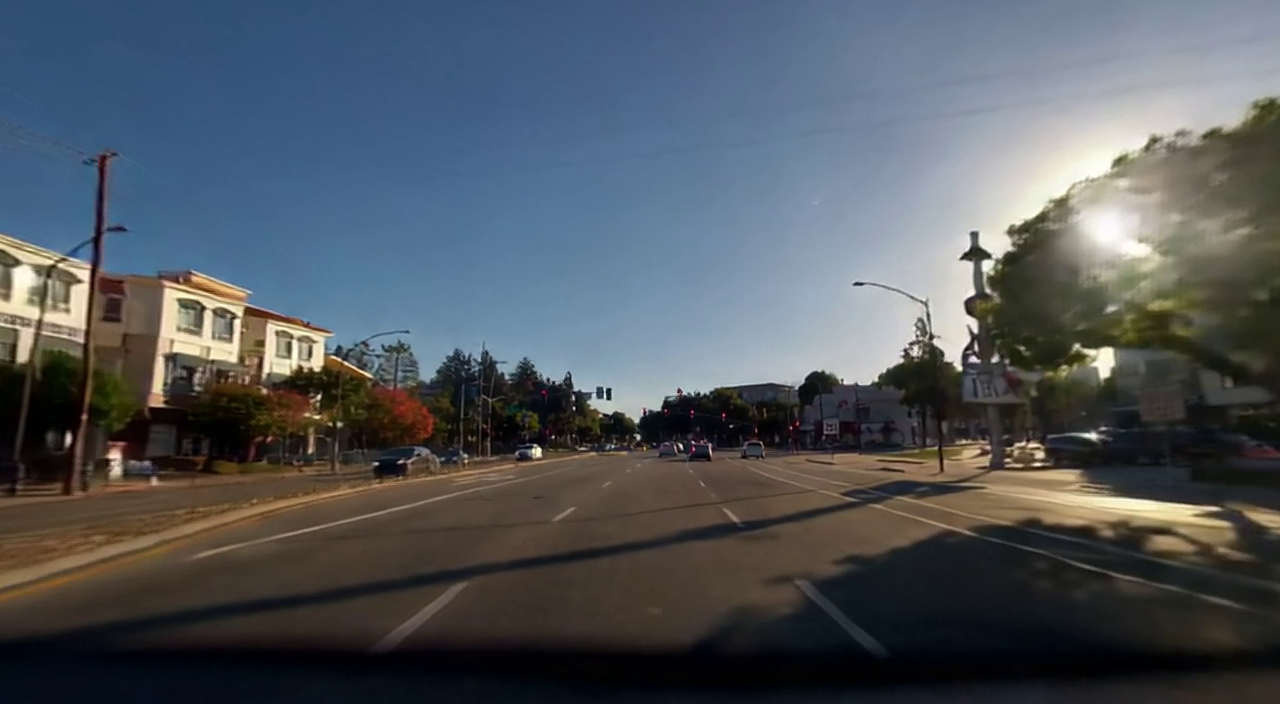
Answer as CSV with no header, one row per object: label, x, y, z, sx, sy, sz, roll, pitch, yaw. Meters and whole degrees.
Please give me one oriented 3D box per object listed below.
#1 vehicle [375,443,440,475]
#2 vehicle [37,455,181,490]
vehicle,-13.366,6.165,36.539,1.940,1.690,4.447,0,-8,2
vehicle,-23.674,5.376,28.254,4.606,1.458,1.837,1,-8,-5
